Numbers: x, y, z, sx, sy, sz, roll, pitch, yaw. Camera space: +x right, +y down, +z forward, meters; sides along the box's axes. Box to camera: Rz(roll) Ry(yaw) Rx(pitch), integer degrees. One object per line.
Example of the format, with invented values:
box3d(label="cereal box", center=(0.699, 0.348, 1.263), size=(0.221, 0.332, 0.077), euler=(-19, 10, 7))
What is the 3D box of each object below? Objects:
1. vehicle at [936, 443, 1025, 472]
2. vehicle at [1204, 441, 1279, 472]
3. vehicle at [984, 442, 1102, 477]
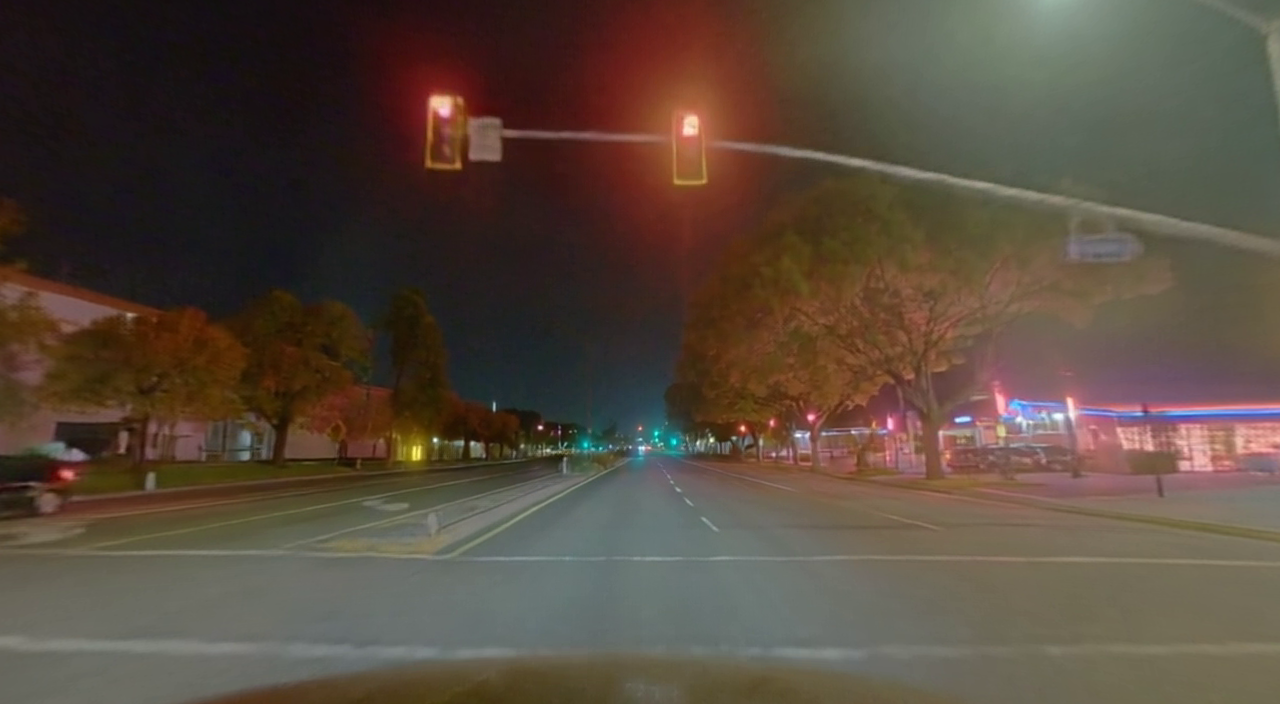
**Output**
box3d(label="vehicle", center=(21.222, 6.594, 39.469), size=(4.376, 1.575, 1.981), euler=(-1, -9, -7))
box3d(label="vehicle", center=(33.519, 5.575, 33.764), size=(4.757, 1.578, 2.059), euler=(0, -9, -2))
box3d(label="vehicle", center=(19.871, 5.321, 31.308), size=(4.468, 1.635, 2.017), euler=(0, -9, -2))
